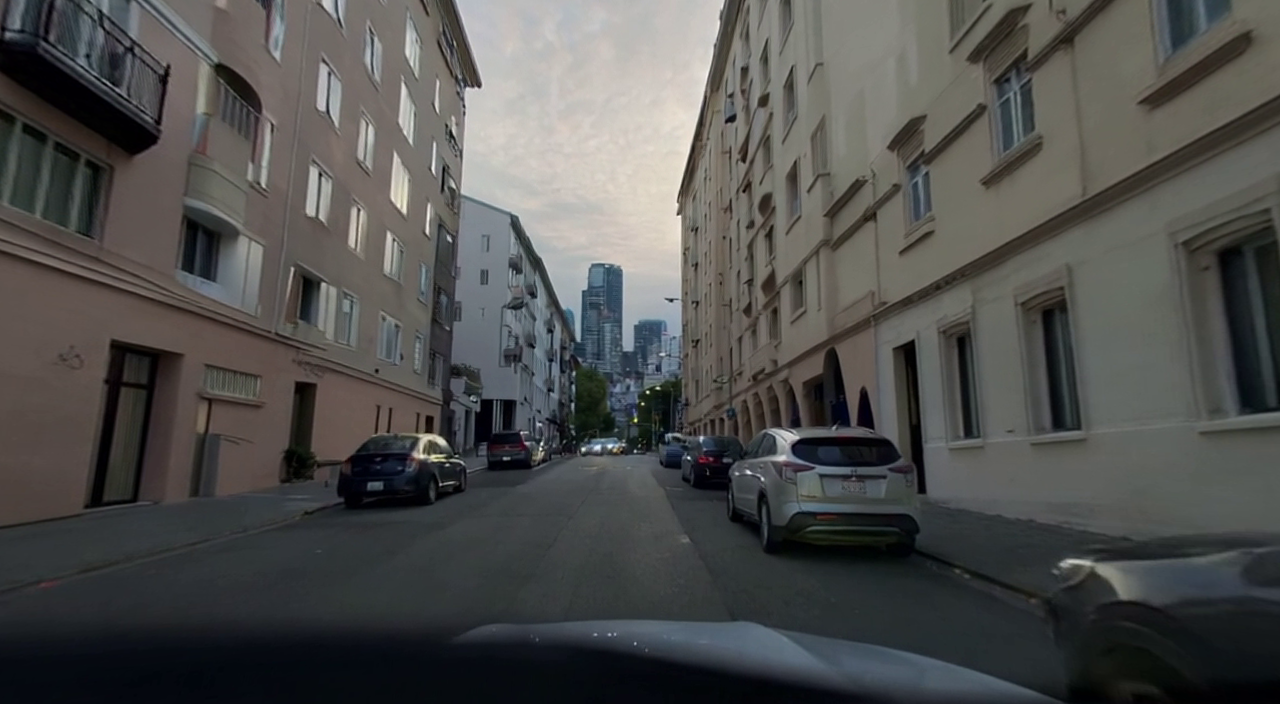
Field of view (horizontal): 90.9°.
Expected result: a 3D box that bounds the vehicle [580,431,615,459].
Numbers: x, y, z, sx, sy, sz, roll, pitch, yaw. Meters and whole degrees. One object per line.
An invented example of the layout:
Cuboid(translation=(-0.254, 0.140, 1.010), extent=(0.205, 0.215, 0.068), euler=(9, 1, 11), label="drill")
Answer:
Cuboid(translation=(-2.486, 5.480, 37.254), extent=(1.845, 1.544, 3.388), euler=(0, -8, 0), label="vehicle")

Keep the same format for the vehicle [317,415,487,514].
Cuboid(translation=(-4.556, 2.256, 12.884), extent=(1.883, 1.499, 4.426), euler=(6, -10, -3), label="vehicle")

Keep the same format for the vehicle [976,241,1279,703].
Cuboid(translation=(2.272, 0.510, 0.338), extent=(1.897, 1.717, 4.028), euler=(0, -8, -1), label="vehicle")

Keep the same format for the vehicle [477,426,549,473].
Cuboid(translation=(-4.860, 3.817, 24.614), extent=(1.942, 1.521, 3.761), euler=(5, -9, 0), label="vehicle")

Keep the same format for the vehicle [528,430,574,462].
Cuboid(translation=(-4.798, 5.136, 34.460), extent=(1.872, 1.484, 3.978), euler=(5, -9, 1), label="vehicle")

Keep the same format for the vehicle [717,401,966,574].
Cuboid(translation=(2.214, 1.592, 8.185), extent=(1.839, 1.678, 3.918), euler=(0, -8, -1), label="vehicle")
